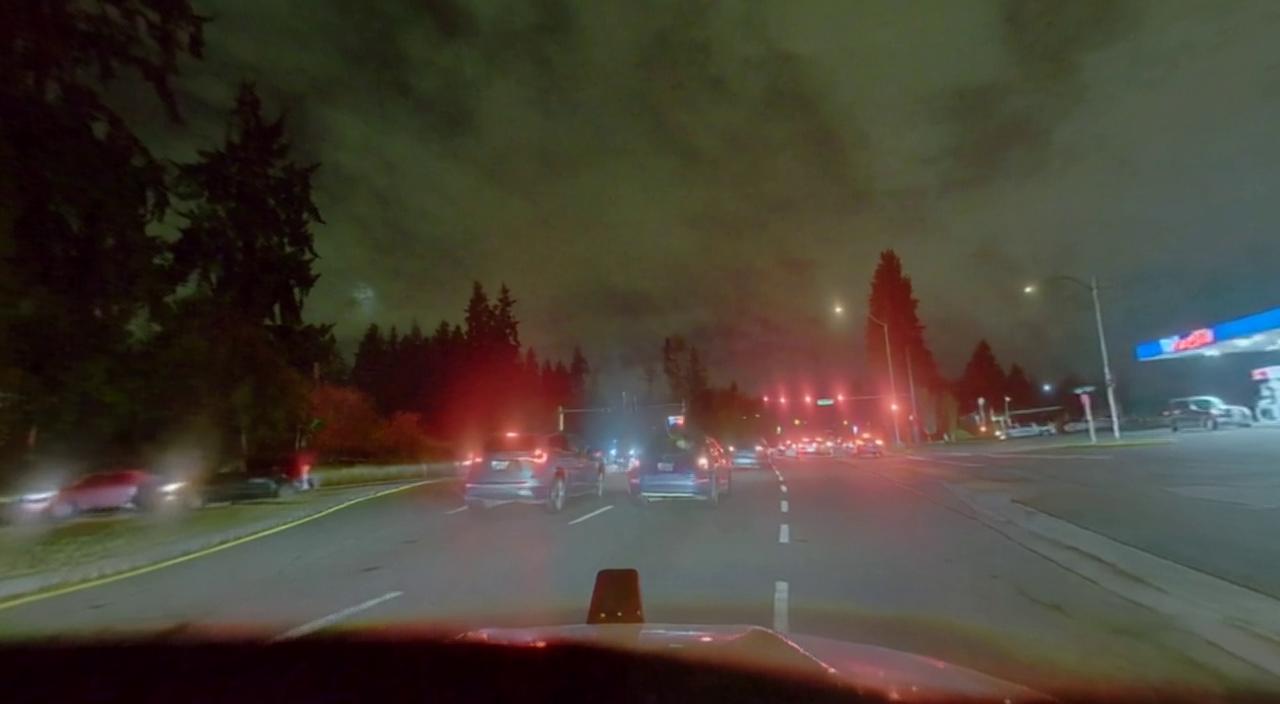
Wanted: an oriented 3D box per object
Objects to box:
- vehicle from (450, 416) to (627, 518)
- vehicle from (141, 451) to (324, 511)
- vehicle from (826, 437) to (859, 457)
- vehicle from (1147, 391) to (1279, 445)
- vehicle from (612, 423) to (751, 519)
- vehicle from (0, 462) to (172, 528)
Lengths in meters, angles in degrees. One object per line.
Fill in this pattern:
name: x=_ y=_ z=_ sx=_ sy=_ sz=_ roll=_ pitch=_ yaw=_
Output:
vehicle: x=-1.909 y=2.395 z=13.654 sx=2.102 sy=1.774 sz=4.662 roll=-2 pitch=-8 yaw=14
vehicle: x=-12.091 y=3.797 z=19.155 sx=1.863 sy=1.516 sz=4.587 roll=-2 pitch=-8 yaw=13
vehicle: x=15.951 y=7.493 z=49.737 sx=1.916 sy=1.462 sz=4.487 roll=-2 pitch=-8 yaw=12
vehicle: x=25.796 y=3.060 z=28.126 sx=2.322 sy=2.152 sz=5.668 roll=-3 pitch=-9 yaw=11
vehicle: x=1.012 y=2.287 z=12.650 sx=2.060 sy=1.580 sz=3.980 roll=-2 pitch=-8 yaw=14
vehicle: x=-16.386 y=3.961 z=17.970 sx=2.013 sy=1.463 sz=4.496 roll=-2 pitch=-8 yaw=13
